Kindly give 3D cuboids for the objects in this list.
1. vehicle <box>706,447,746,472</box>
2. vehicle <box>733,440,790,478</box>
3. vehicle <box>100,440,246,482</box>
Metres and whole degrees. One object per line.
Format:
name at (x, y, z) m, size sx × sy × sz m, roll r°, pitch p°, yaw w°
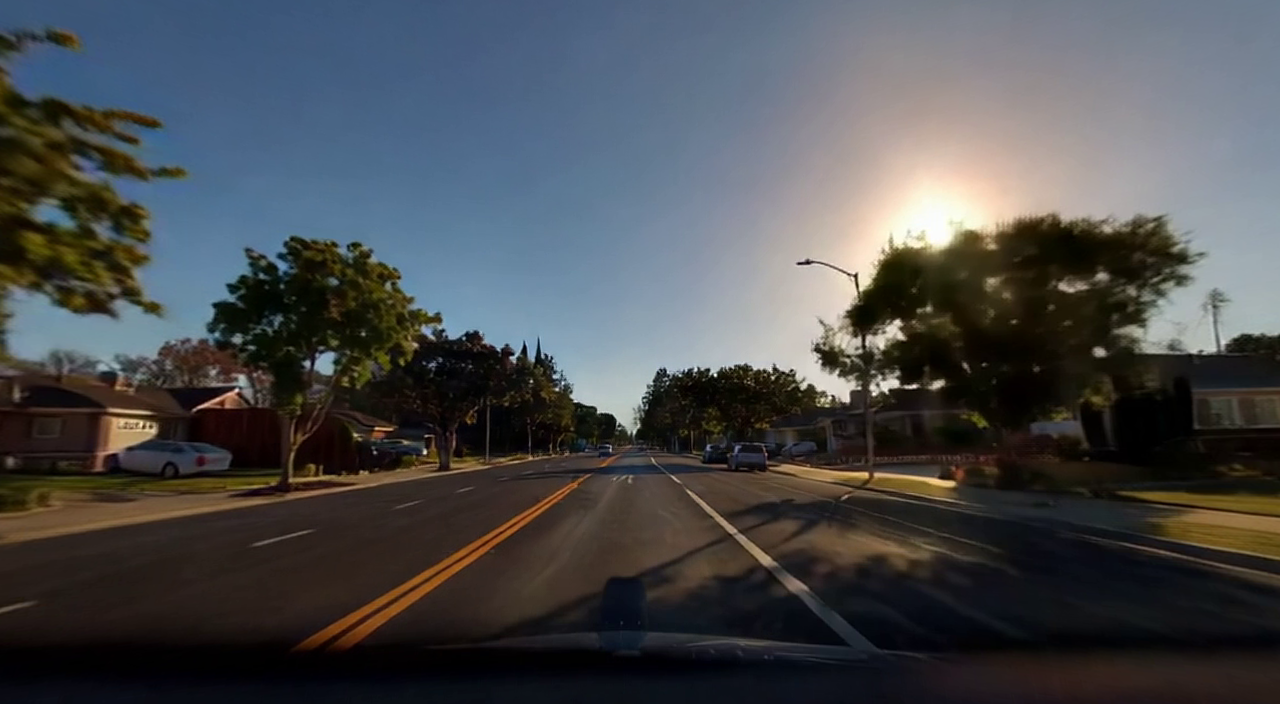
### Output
vehicle at (6.165, 7.796, 45.939) m, size 2.226 × 1.682 × 4.461 m, roll 0°, pitch -8°, yaw -1°
vehicle at (6.456, 5.756, 34.210) m, size 2.099 × 1.878 × 4.476 m, roll 0°, pitch -8°, yaw -1°
vehicle at (-19.650, 4.590, 26.743) m, size 4.497 × 1.674 × 2.168 m, roll -1°, pitch -8°, yaw 3°
